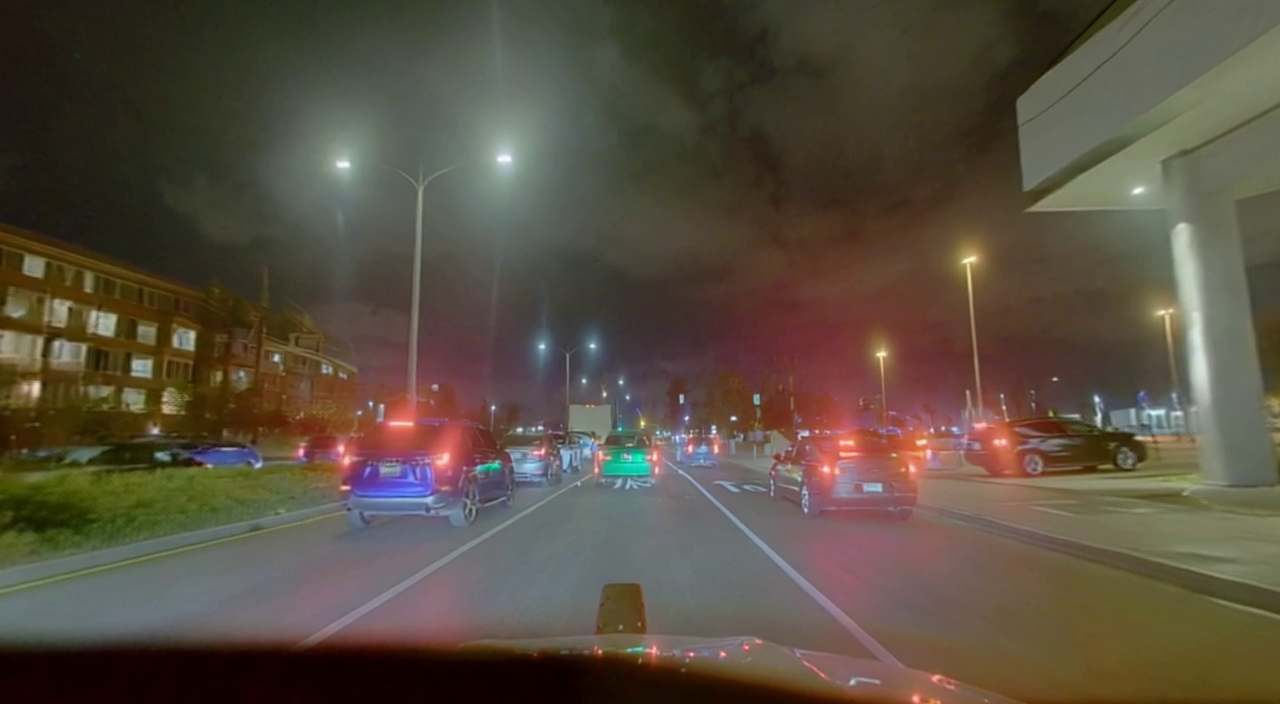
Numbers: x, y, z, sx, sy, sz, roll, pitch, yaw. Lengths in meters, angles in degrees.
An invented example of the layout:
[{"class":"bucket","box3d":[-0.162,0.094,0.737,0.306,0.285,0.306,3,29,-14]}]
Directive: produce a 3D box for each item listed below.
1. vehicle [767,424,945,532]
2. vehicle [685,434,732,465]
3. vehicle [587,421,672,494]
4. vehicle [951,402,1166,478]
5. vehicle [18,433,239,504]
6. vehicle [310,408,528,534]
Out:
[{"class":"vehicle","box3d":[3.541,2.115,11.117,1.847,1.554,3.885,0,-8,2]},{"class":"vehicle","box3d":[3.388,4.940,31.918,1.948,1.475,4.093,0,-8,0]},{"class":"vehicle","box3d":[-0.209,2.810,17.011,2.022,1.700,4.084,0,-8,1]},{"class":"vehicle","box3d":[12.484,2.678,18.995,4.991,1.978,2.090,-8,-11,42]},{"class":"vehicle","box3d":[-12.380,2.815,15.671,1.843,1.509,4.301,0,-8,1]},{"class":"vehicle","box3d":[-3.407,1.944,10.792,2.047,1.710,4.314,0,-8,2]}]
